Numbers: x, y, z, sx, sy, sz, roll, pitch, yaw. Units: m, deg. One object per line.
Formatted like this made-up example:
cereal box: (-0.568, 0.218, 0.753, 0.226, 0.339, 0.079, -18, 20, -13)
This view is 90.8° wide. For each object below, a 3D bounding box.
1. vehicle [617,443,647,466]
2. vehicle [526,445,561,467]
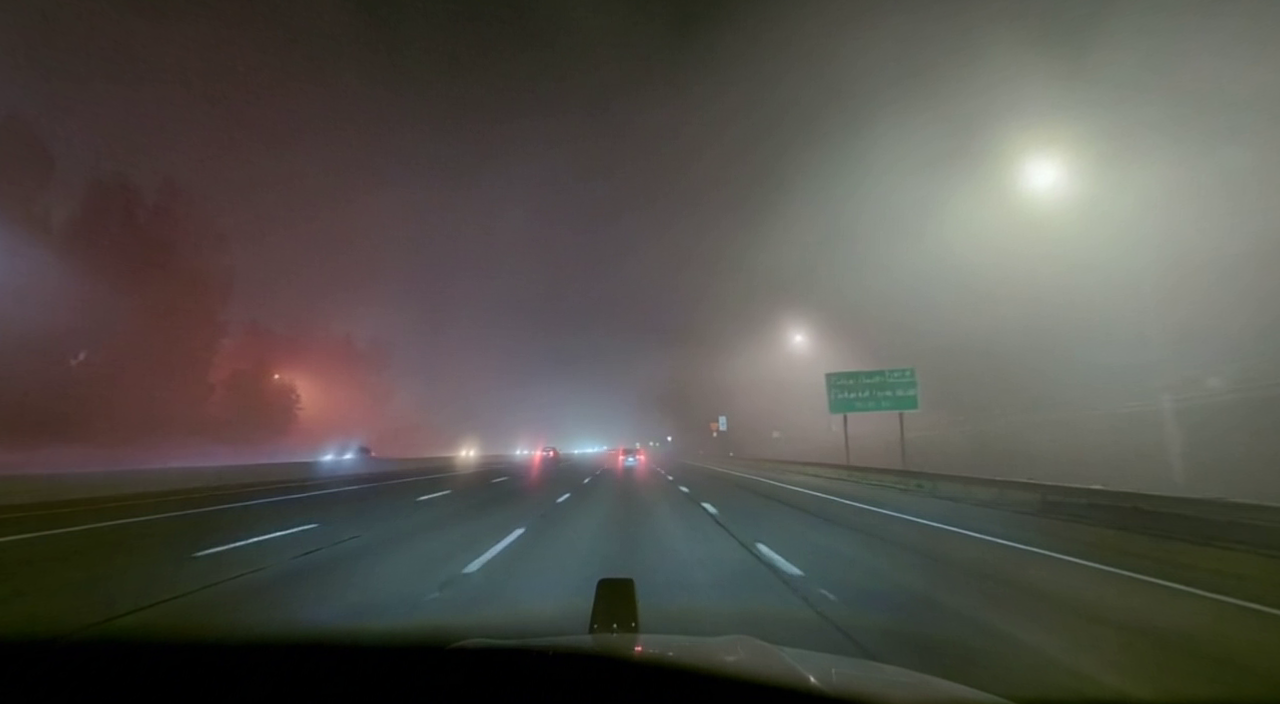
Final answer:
vehicle: (-0.626, 7.559, 46.765, 2.109, 1.638, 3.856, 0, -9, -1)
vehicle: (-7.122, 7.722, 47.072, 1.997, 1.507, 4.248, 0, -9, 0)
